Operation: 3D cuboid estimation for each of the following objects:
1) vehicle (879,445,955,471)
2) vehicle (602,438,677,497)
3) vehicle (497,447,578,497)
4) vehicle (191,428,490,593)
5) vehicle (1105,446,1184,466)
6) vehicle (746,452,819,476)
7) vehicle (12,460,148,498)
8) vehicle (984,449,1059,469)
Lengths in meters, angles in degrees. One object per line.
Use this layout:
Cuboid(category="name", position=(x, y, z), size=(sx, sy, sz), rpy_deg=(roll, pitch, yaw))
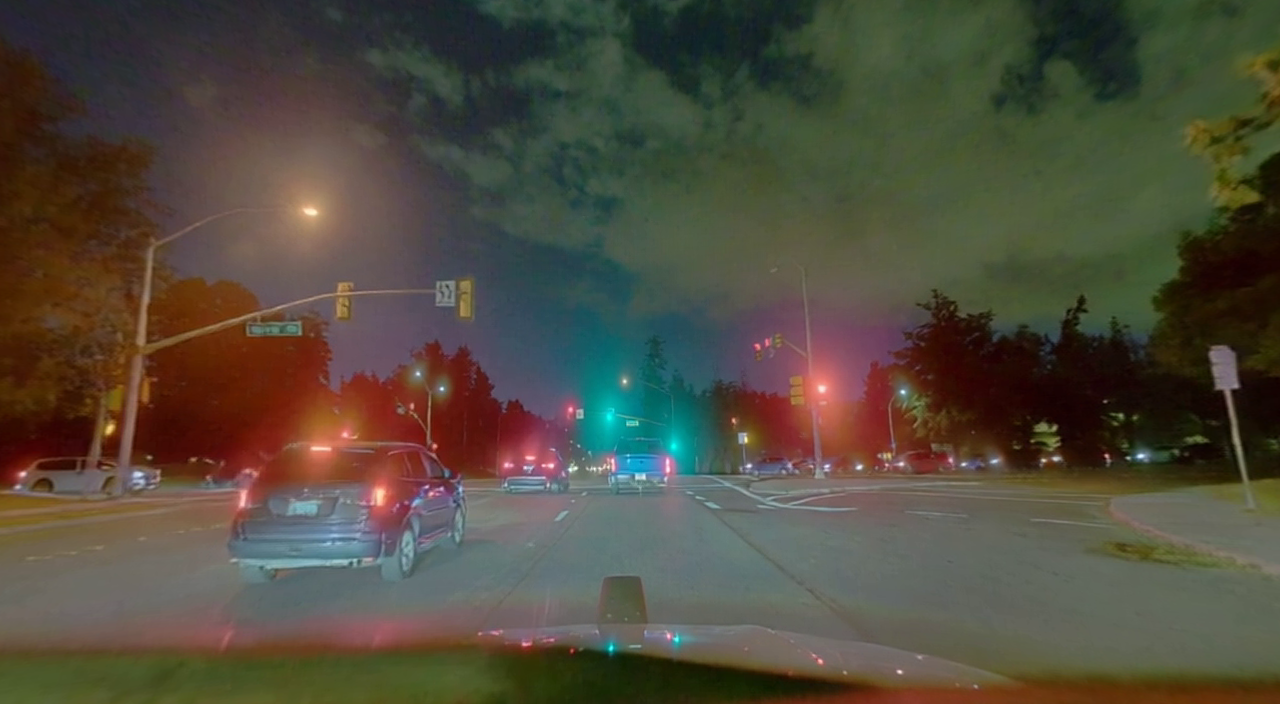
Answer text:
Cuboid(category="vehicle", position=(20.690, 7.971, 47.159), size=(4.585, 1.681, 2.140), rpy_deg=(-2, -10, -1))
Cuboid(category="vehicle", position=(-0.010, 3.625, 20.198), size=(2.163, 1.678, 3.846), rpy_deg=(0, -8, 0))
Cuboid(category="vehicle", position=(-3.324, 3.976, 21.296), size=(2.013, 1.474, 4.393), rpy_deg=(0, -8, 0))
Cuboid(category="vehicle", position=(-3.232, 1.745, 7.731), size=(1.960, 1.528, 3.490), rpy_deg=(0, -8, -1))
Cuboid(category="vehicle", position=(37.789, 7.760, 47.231), size=(4.525, 1.468, 1.839), rpy_deg=(1, -8, -6))
Cuboid(category="vehicle", position=(10.540, 8.329, 46.866), size=(4.875, 1.473, 2.077), rpy_deg=(-2, -12, -2))
Cuboid(category="vehicle", position=(-27.179, 6.148, 30.701), size=(4.623, 1.710, 2.034), rpy_deg=(0, -8, 1))
Cuboid(category="vehicle", position=(28.650, 8.055, 47.358), size=(4.365, 1.448, 1.928), rpy_deg=(0, -8, 0))
